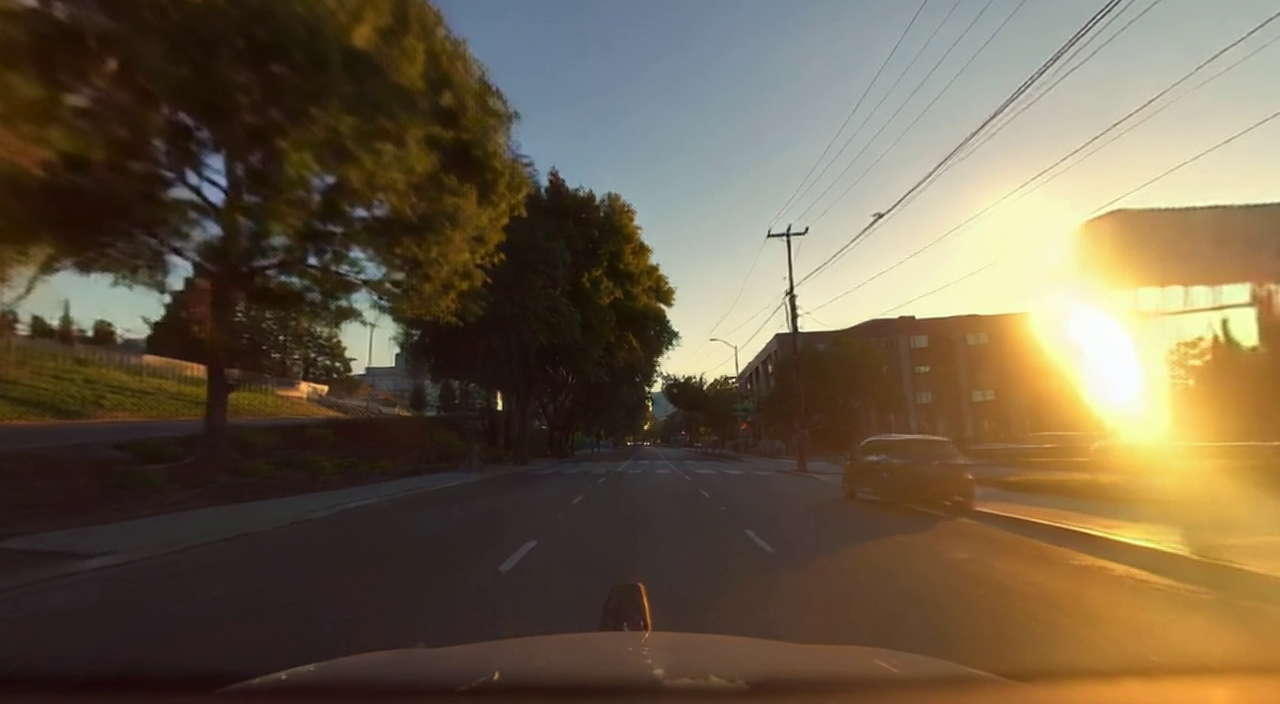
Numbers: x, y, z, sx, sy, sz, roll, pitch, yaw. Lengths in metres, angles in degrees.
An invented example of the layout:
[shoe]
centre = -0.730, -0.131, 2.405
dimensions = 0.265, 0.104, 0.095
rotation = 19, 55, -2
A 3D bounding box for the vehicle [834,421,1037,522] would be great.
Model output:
[vehicle]
centre = 6.062, 2.507, 13.858
dimensions = 2.177, 1.788, 5.106
rotation = 0, -8, 3
